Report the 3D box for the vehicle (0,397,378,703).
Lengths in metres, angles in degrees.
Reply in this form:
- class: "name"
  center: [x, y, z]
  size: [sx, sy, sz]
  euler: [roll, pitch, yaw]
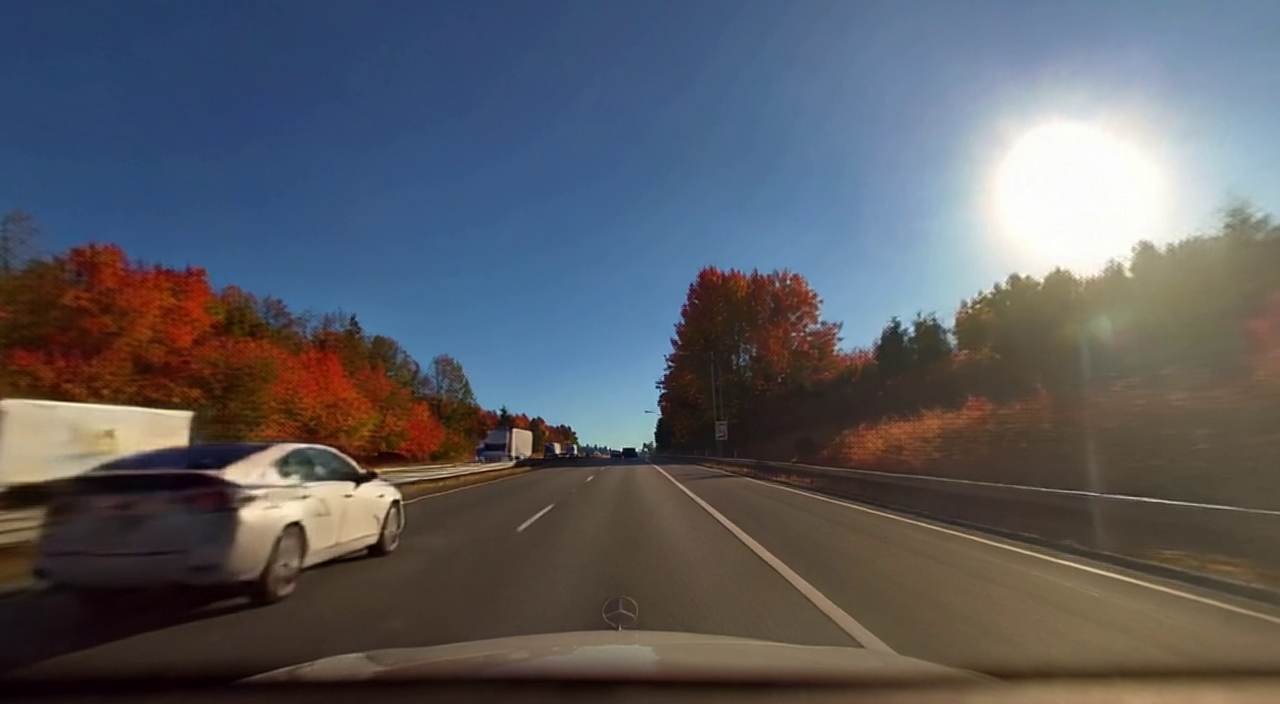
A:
- class: "vehicle"
  center: [-3.954, 1.254, 4.436]
  size: [2.153, 1.577, 4.707]
  euler: [0, -9, 0]
